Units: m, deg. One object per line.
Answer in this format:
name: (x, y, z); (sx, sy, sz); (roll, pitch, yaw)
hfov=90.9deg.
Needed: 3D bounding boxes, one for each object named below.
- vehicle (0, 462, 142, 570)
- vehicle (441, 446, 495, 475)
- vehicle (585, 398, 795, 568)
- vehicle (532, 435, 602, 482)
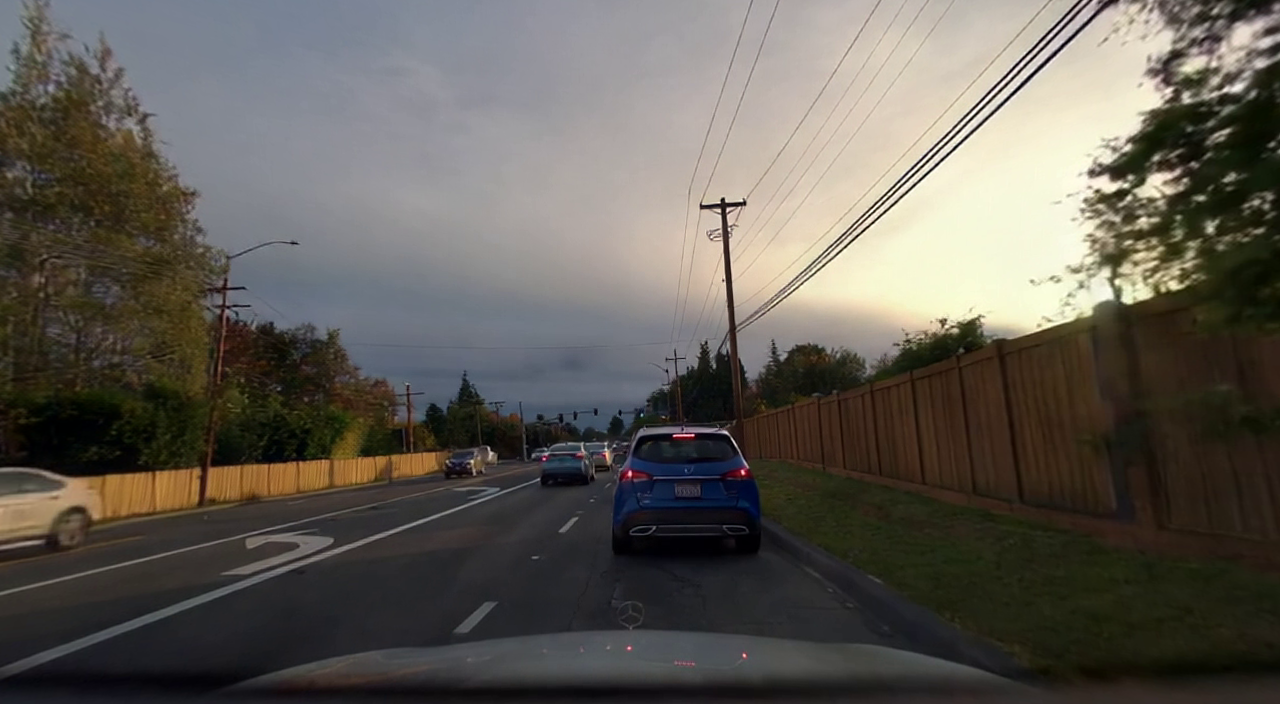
vehicle: (-11.421, 2.855, 11.203); (1.893, 1.662, 3.966); (0, -9, -1)
vehicle: (-11.741, 7.406, 43.366); (2.187, 1.863, 5.152); (0, -9, 1)
vehicle: (0.487, 1.671, 8.686); (2.174, 1.749, 4.113); (0, -9, -1)
vehicle: (-2.707, 4.069, 24.301); (2.037, 1.639, 4.213); (0, -9, 2)
